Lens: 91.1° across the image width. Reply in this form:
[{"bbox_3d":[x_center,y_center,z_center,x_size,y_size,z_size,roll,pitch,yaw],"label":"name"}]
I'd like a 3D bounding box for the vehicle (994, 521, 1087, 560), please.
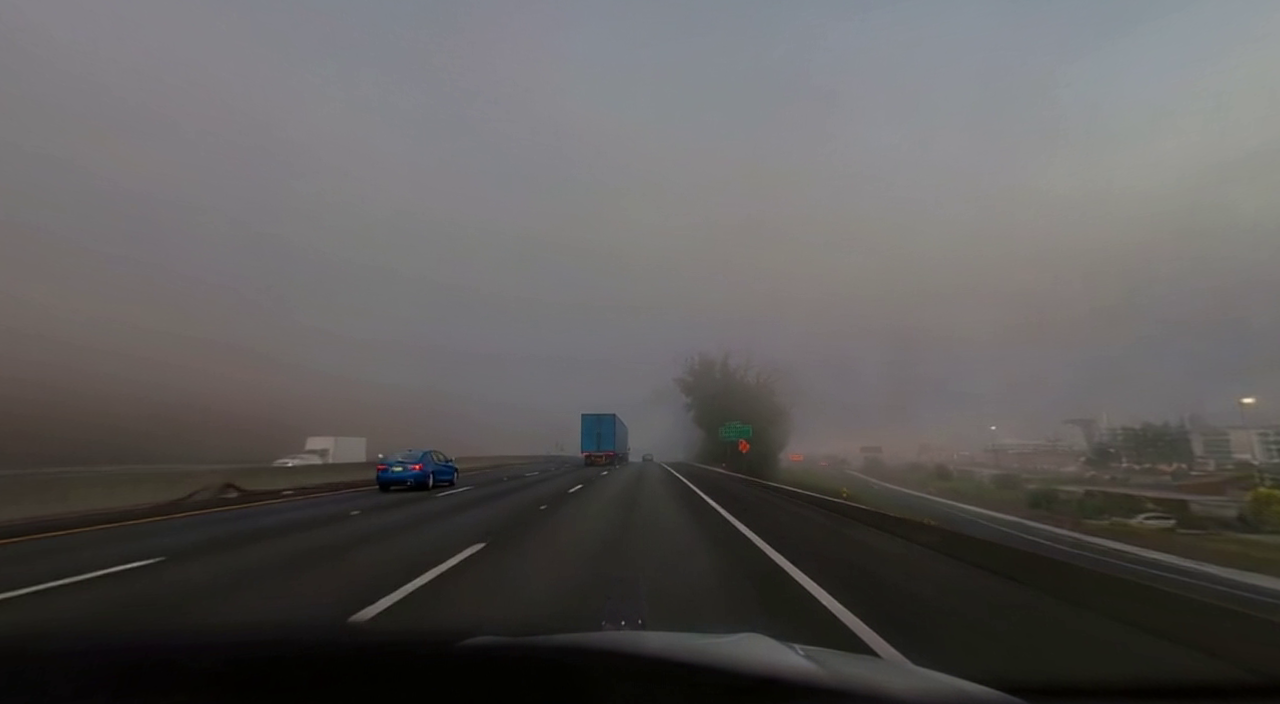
[{"bbox_3d":[24.061,11.353,37.998,2.126,1.475,4.971,0,-8,-4],"label":"vehicle"}]

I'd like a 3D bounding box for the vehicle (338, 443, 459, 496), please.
[{"bbox_3d":[-7.415,3.636,19.875,1.901,1.467,4.629,0,-8,1],"label":"vehicle"}]
